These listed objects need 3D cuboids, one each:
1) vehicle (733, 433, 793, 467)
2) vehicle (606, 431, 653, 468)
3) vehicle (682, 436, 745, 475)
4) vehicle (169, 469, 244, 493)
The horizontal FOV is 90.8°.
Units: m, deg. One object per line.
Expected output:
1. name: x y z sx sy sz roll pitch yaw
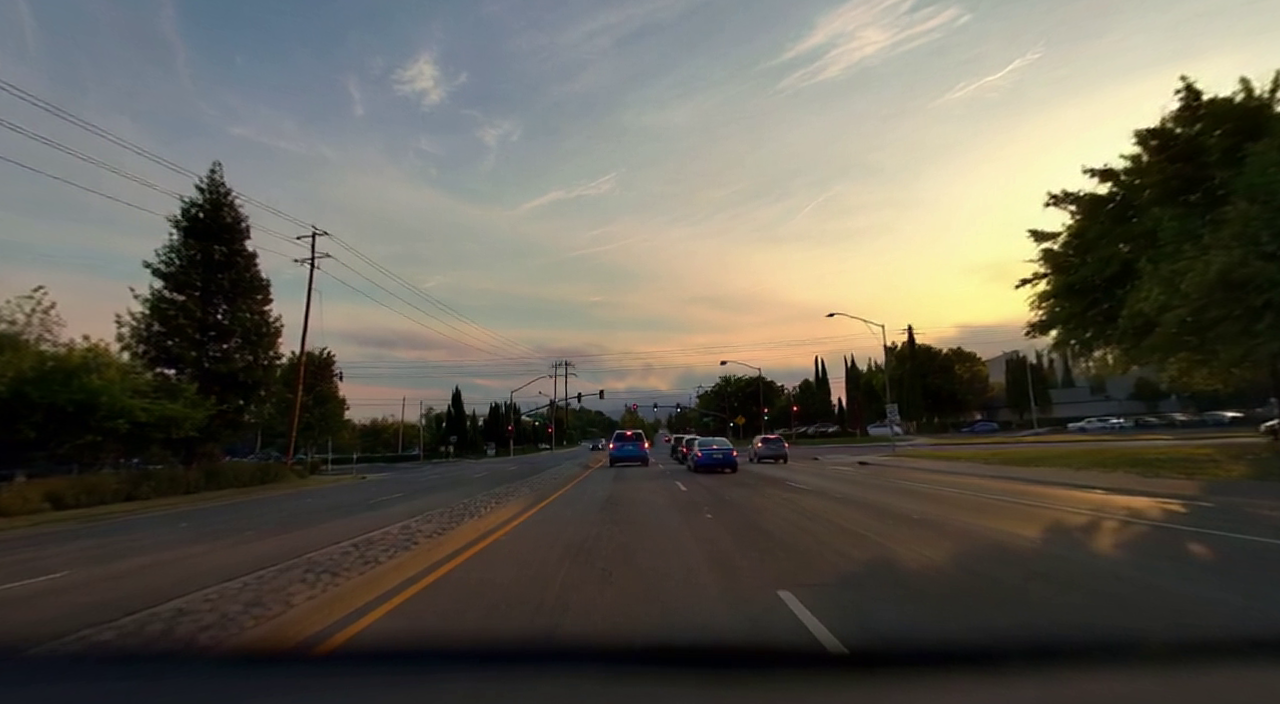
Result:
1. vehicle: 6.525 5.283 34.061 2.198 1.678 4.419 0 -9 -2
2. vehicle: -0.560 5.139 33.325 2.300 1.821 4.254 0 -9 -1
3. vehicle: 2.975 4.303 26.444 1.984 1.462 4.513 0 -9 -2
4. vehicle: -33.878 10.083 49.430 4.224 1.614 2.123 -1 -9 -3
